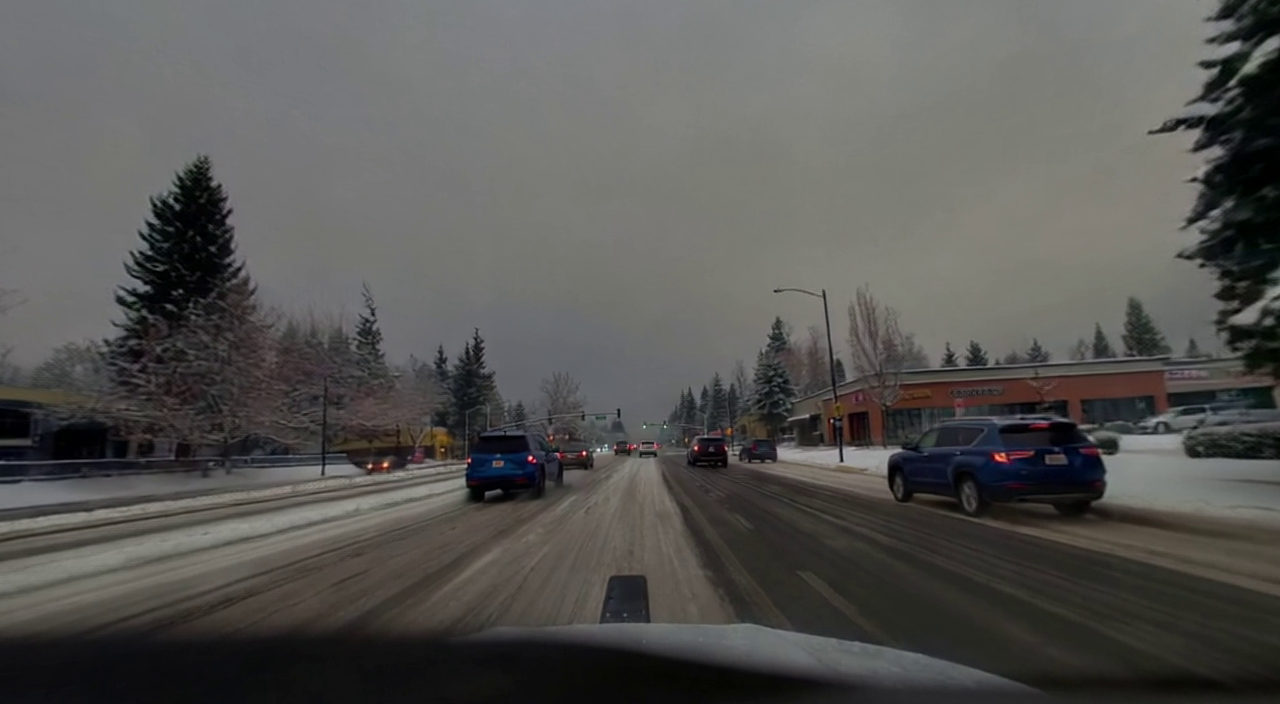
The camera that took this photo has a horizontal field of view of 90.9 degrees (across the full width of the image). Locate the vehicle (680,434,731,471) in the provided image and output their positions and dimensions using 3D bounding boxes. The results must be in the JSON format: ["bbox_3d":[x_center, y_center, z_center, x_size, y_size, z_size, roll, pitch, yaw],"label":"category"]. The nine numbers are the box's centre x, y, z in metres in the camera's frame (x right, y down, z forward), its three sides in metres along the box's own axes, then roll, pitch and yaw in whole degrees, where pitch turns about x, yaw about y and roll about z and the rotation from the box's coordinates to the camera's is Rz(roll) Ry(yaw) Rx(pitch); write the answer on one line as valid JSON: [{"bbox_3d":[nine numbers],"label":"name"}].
[{"bbox_3d":[3.376,5.292,33.366,2.178,1.804,4.766,0,-9,0],"label":"vehicle"}]

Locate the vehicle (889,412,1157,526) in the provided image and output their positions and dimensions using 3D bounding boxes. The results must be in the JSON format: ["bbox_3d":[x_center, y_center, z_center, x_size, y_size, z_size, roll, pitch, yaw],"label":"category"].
[{"bbox_3d":[6.586,2.081,11.662,2.088,1.666,4.512,0,-9,0],"label":"vehicle"}]

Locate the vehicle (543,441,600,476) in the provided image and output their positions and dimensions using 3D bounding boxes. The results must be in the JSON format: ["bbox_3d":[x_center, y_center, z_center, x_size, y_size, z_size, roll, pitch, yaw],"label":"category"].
[{"bbox_3d":[-3.138,4.977,29.630,2.036,1.465,4.301,-1,-9,2],"label":"vehicle"}]

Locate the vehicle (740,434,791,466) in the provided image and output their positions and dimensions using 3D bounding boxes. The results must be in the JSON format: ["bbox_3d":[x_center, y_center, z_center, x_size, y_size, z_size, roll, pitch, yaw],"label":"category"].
[{"bbox_3d":[7.481,5.922,38.053,2.076,1.793,4.464,0,-9,-1],"label":"vehicle"}]

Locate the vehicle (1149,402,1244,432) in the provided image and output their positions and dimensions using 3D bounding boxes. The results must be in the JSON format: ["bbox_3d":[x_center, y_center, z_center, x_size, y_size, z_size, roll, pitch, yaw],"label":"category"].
[{"bbox_3d":[40.589,4.836,46.180,2.022,1.925,5.391,0,-9,0],"label":"vehicle"}]

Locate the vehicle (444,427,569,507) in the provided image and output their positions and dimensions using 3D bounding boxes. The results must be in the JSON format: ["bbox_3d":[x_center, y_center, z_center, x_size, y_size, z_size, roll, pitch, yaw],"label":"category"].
[{"bbox_3d":[-3.174,2.850,16.028,2.141,1.719,4.379,-1,-9,1],"label":"vehicle"}]
